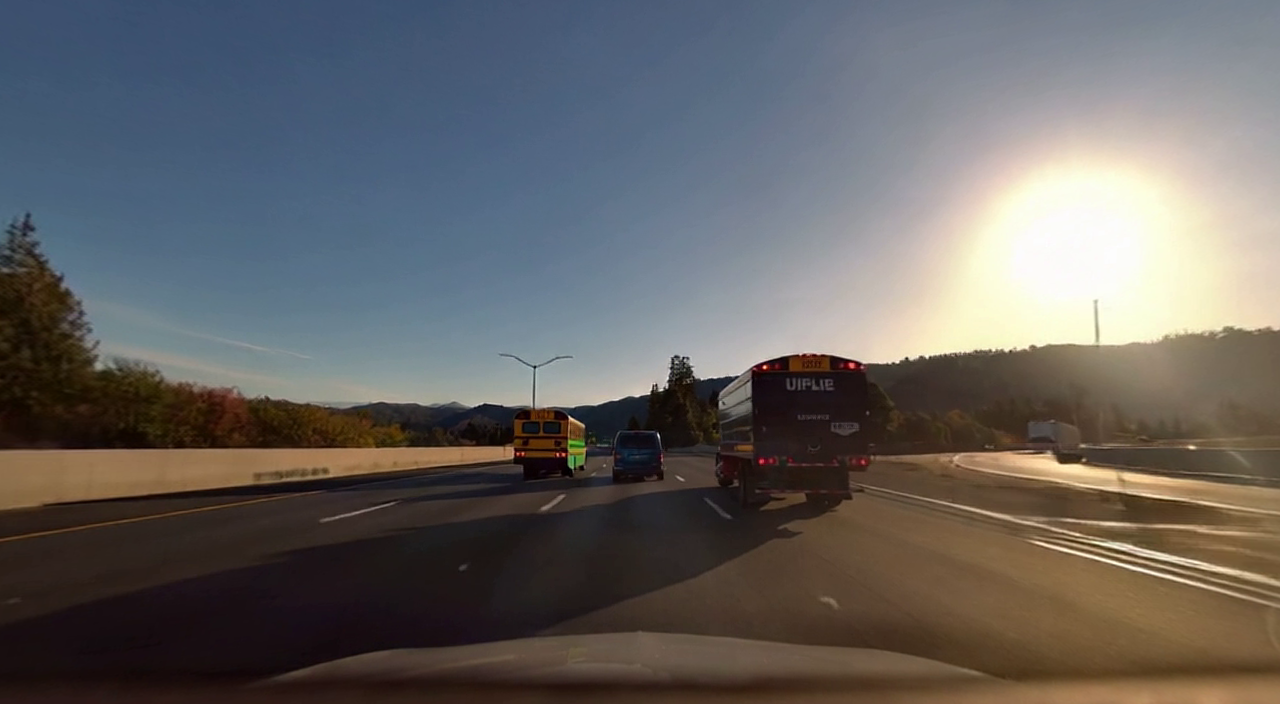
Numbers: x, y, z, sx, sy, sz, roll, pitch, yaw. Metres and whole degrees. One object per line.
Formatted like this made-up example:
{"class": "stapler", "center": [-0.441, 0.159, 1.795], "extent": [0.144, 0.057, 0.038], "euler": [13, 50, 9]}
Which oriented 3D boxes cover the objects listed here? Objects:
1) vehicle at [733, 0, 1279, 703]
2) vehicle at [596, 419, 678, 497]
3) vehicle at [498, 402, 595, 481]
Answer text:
{"class": "vehicle", "center": [3.942, 0.576, 9.279], "extent": [3.006, 4.101, 13.245], "euler": [0, -8, -1]}
{"class": "vehicle", "center": [-0.152, 2.980, 18.018], "extent": [2.037, 1.929, 4.343], "euler": [0, -8, -2]}
{"class": "vehicle", "center": [-3.872, 4.033, 28.302], "extent": [2.947, 3.009, 7.991], "euler": [0, -8, 1]}
